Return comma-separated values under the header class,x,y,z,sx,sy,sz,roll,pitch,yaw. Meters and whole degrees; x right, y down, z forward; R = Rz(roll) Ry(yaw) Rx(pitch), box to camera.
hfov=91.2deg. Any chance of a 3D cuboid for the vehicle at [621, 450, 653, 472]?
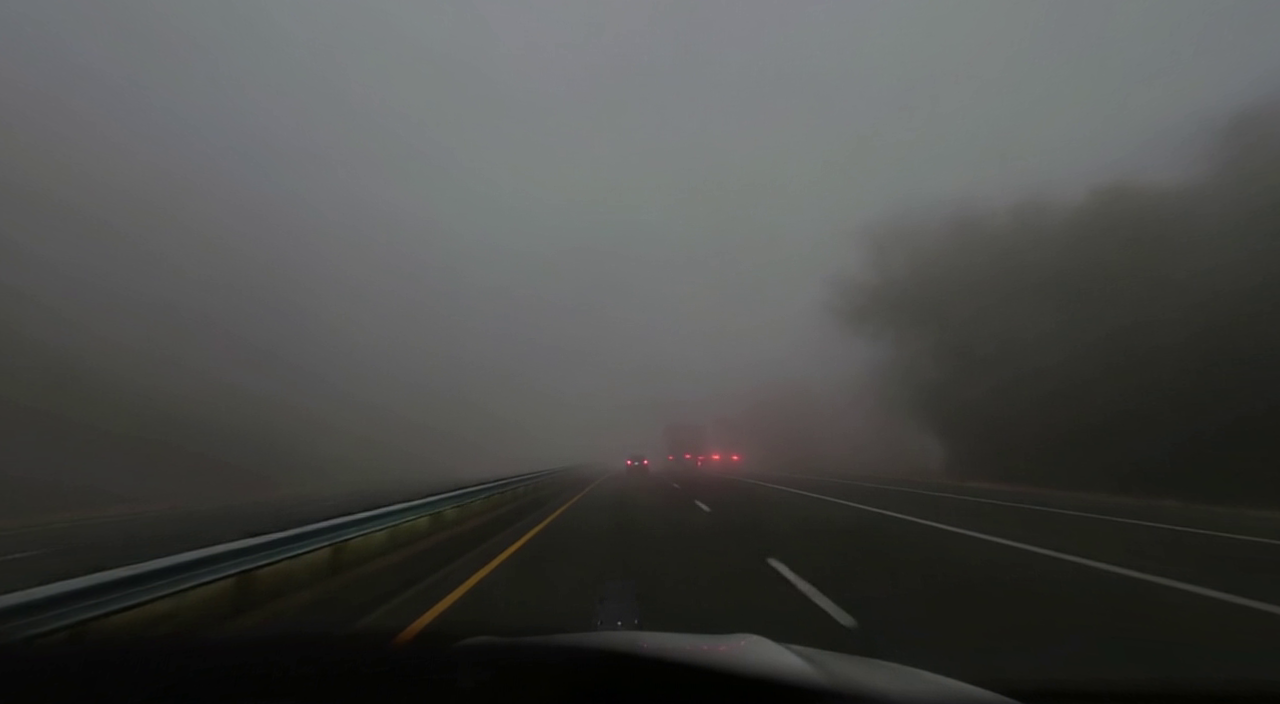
class,x,y,z,sx,sy,sz,roll,pitch,yaw
vehicle,-0.245,7.583,43.712,2.083,1.473,3.923,0,-9,-1
